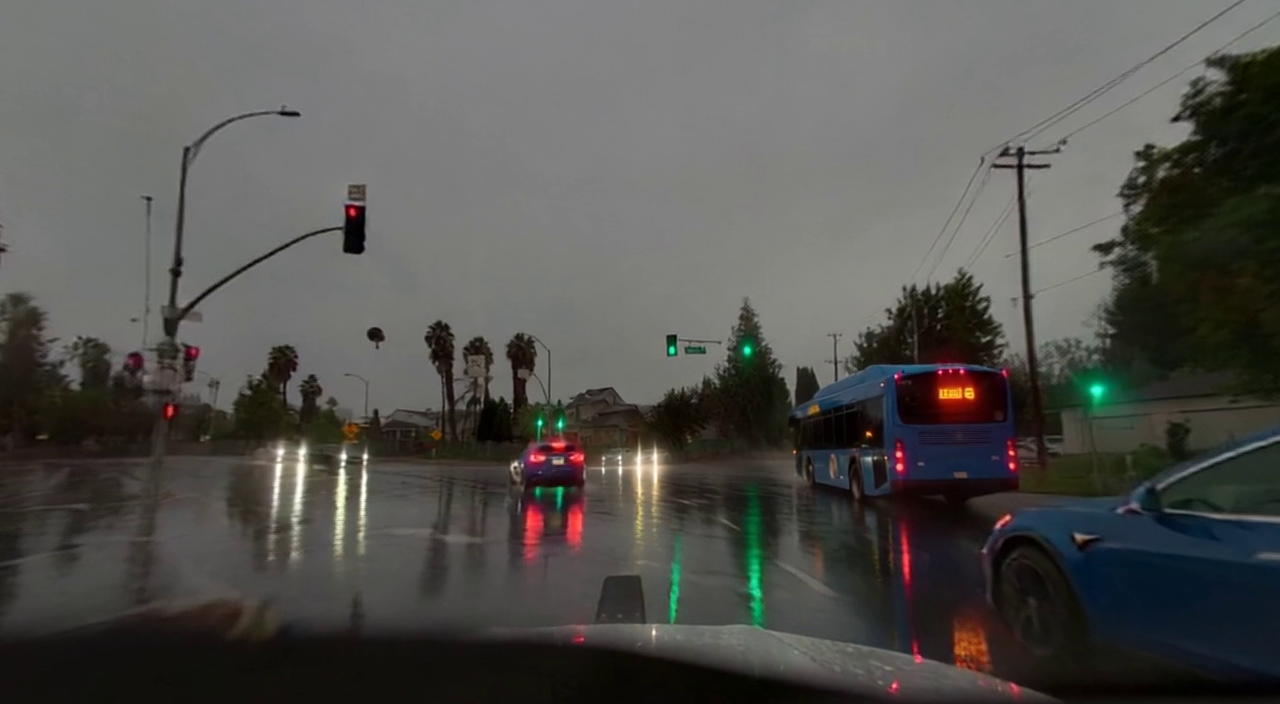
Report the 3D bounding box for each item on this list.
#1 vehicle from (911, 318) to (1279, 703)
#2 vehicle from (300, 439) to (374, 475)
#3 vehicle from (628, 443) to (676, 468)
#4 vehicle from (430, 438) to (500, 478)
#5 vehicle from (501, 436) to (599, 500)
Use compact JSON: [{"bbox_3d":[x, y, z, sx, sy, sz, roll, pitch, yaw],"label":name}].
[{"bbox_3d":[3.460,0.827,2.622,2.205,1.803,5.135,0,-9,-2],"label":"vehicle"},{"bbox_3d":[-17.348,5.962,36.041,2.283,1.878,5.384,7,-11,-41],"label":"vehicle"},{"bbox_3d":[0.990,7.717,47.309,2.122,1.730,5.138,-3,-9,18],"label":"vehicle"},{"bbox_3d":[-9.222,5.505,33.095,2.272,1.891,4.562,5,-10,-31],"label":"vehicle"},{"bbox_3d":[-2.917,3.518,19.585,2.341,1.709,4.466,2,-9,-16],"label":"vehicle"}]
